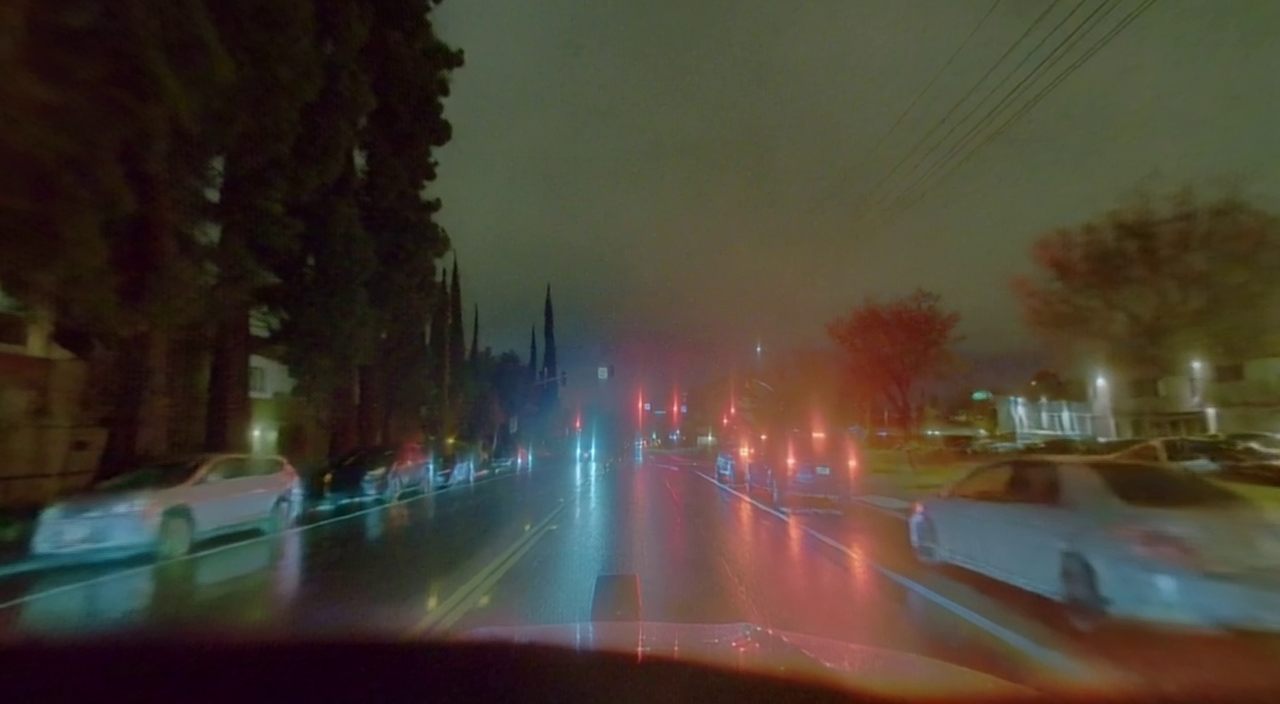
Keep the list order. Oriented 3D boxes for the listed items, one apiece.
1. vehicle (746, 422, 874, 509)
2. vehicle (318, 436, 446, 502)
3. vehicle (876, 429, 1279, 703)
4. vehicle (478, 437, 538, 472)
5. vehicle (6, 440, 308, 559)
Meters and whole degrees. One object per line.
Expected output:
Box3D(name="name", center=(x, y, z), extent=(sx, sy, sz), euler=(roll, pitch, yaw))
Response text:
Box3D(name="vehicle", center=(3.919, 2.683, 15.358), extent=(1.908, 1.788, 4.397), euler=(1, -8, 0))
Box3D(name="vehicle", center=(-7.519, 3.428, 18.937), extent=(1.994, 1.718, 4.518), euler=(0, -9, -1))
Box3D(name="vehicle", center=(3.938, 1.432, 5.429), extent=(2.036, 1.405, 4.312), euler=(0, -9, -2))
Box3D(name="vehicle", center=(-7.324, 5.767, 35.557), extent=(2.150, 1.766, 5.483), euler=(0, -9, 0))
Box3D(name="vehicle", center=(-7.458, 2.254, 10.308), extent=(1.976, 1.554, 3.654), euler=(0, -9, 0))
